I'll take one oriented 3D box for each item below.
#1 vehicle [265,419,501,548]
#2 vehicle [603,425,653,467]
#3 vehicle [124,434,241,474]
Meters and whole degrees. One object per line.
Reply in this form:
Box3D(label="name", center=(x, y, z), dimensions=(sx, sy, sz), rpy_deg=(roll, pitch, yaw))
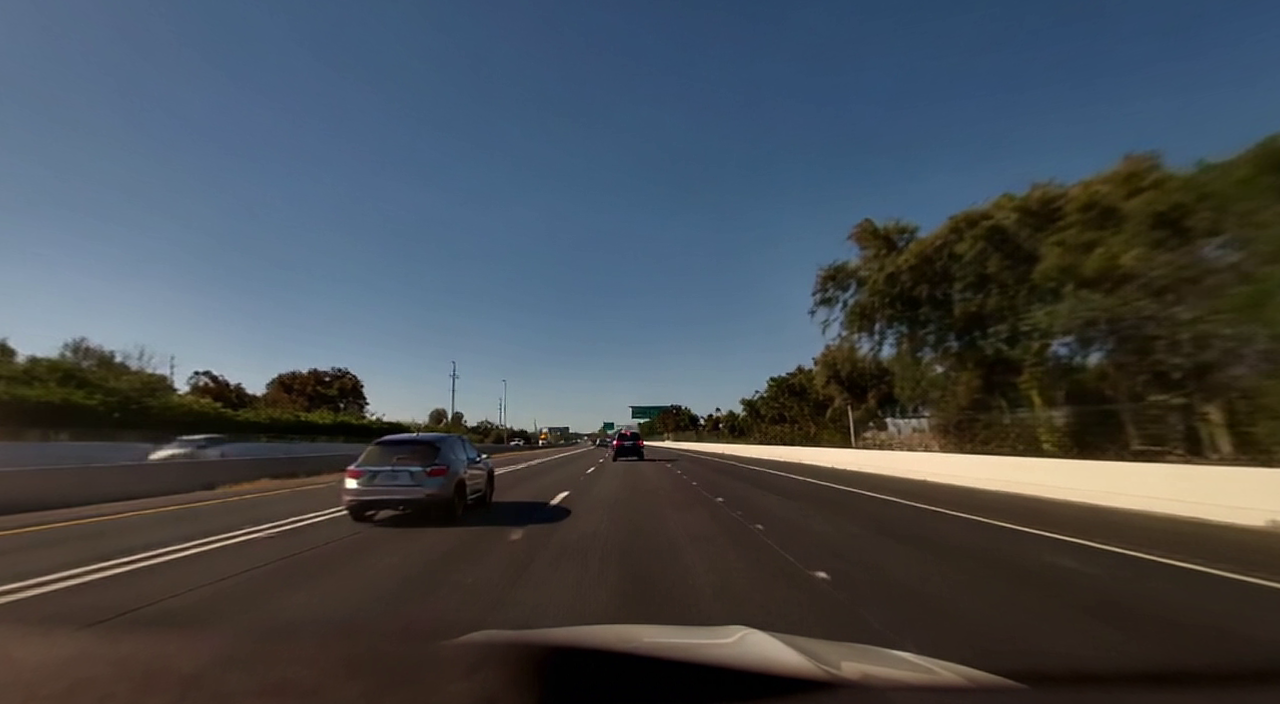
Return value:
Box3D(label="vehicle", center=(-3.735, 1.978, 10.183), dimensions=(2.039, 1.602, 4.317), rpy_deg=(0, -8, -1))
Box3D(label="vehicle", center=(-0.640, 4.801, 32.301), dimensions=(2.382, 1.973, 4.439), rpy_deg=(0, -8, -2))
Box3D(label="vehicle", center=(-19.422, 4.335, 27.002), dimensions=(1.985, 1.558, 4.109), rpy_deg=(0, -8, -2))
